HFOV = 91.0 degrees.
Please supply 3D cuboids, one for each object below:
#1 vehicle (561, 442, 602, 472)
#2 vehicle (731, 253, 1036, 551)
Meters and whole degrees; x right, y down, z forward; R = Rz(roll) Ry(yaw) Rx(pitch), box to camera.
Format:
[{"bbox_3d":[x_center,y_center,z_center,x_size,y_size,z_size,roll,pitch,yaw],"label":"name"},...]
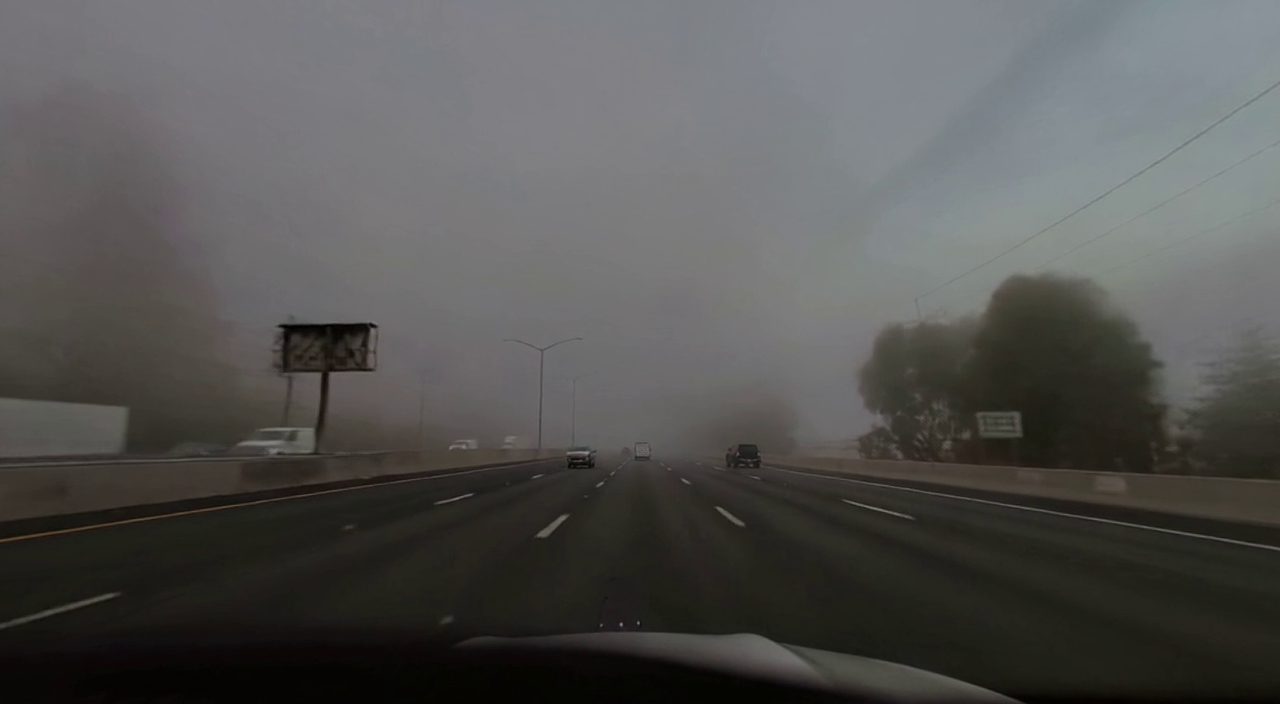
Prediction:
[{"bbox_3d":[-3.401,6.234,37.507,2.000,1.658,4.155,0,-9,1],"label":"vehicle"},{"bbox_3d":[3.750,1.147,12.146,3.042,4.037,7.253,0,-9,1],"label":"vehicle"}]
